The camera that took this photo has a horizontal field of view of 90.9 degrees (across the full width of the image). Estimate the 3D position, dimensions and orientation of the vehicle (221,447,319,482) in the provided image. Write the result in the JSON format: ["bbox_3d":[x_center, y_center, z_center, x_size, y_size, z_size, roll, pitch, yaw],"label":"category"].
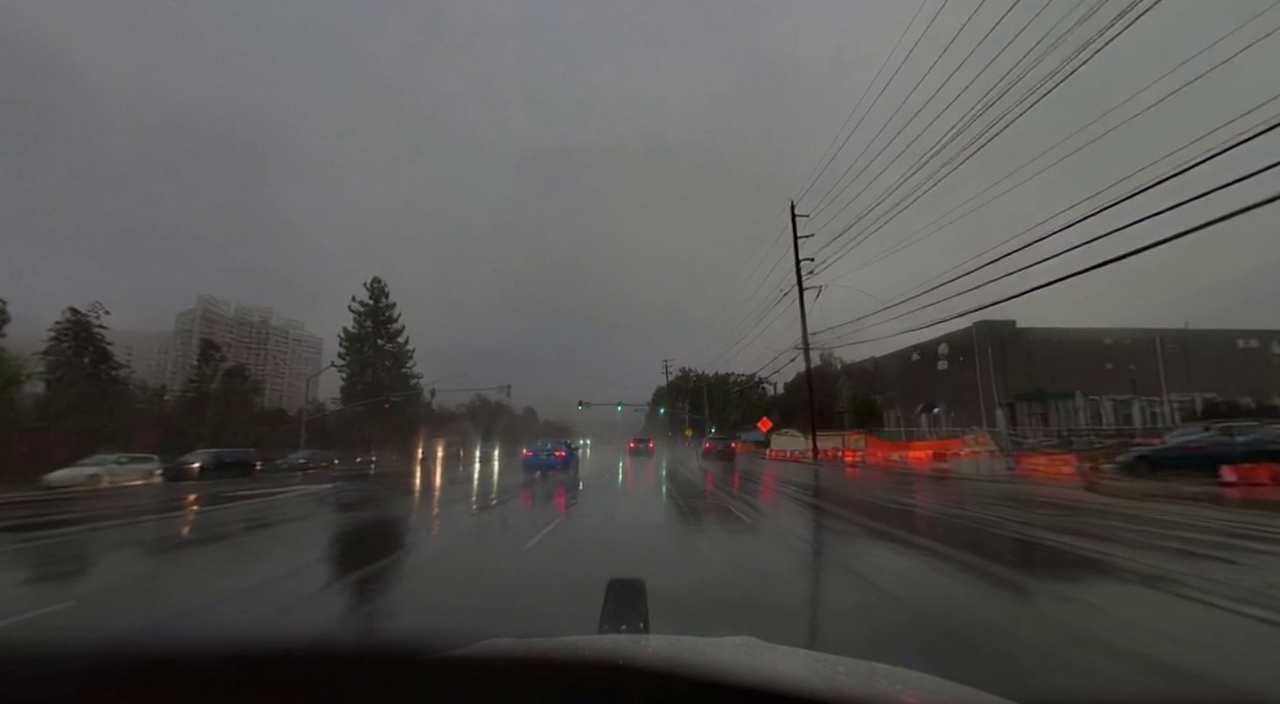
[{"bbox_3d":[-17.492,5.319,30.096,1.813,1.513,4.457,0,-8,2],"label":"vehicle"}]

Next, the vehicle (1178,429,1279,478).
[{"bbox_3d":[20.163,3.441,21.657,1.928,1.466,4.677,-5,-10,33],"label":"vehicle"}]

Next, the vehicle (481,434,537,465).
[{"bbox_3d":[-8.926,6.701,43.615,2.392,2.012,5.727,0,-8,2],"label":"vehicle"}]

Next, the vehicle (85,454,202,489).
[{"bbox_3d":[-24.471,5.874,31.352,1.899,1.472,4.745,0,-8,0],"label":"vehicle"}]

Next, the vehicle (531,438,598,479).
[{"bbox_3d":[-2.969,4.320,25.914,2.087,1.480,4.825,0,-8,1],"label":"vehicle"}]

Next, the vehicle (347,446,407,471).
[{"bbox_3d":[-17.183,6.961,41.408,1.911,1.509,4.406,0,-8,2],"label":"vehicle"}]

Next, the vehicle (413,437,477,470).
[{"bbox_3d":[-9.646,5.041,31.426,1.774,1.535,3.828,0,-8,3],"label":"vehicle"}]

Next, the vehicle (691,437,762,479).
[{"bbox_3d":[3.285,4.142,24.969,2.142,1.475,4.565,0,-8,0],"label":"vehicle"}]

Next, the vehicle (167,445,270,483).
[{"bbox_3d":[-21.160,5.625,31.964,1.977,1.760,4.569,0,-8,1],"label":"vehicle"}]

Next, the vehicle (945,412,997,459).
[{"bbox_3d":[25.769,6.366,48.829,2.825,3.296,8.344,-3,-7,32],"label":"vehicle"}]

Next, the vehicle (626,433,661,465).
[{"bbox_3d":[0.222,6.035,39.323,2.060,1.845,4.151,0,-8,0],"label":"vehicle"}]
